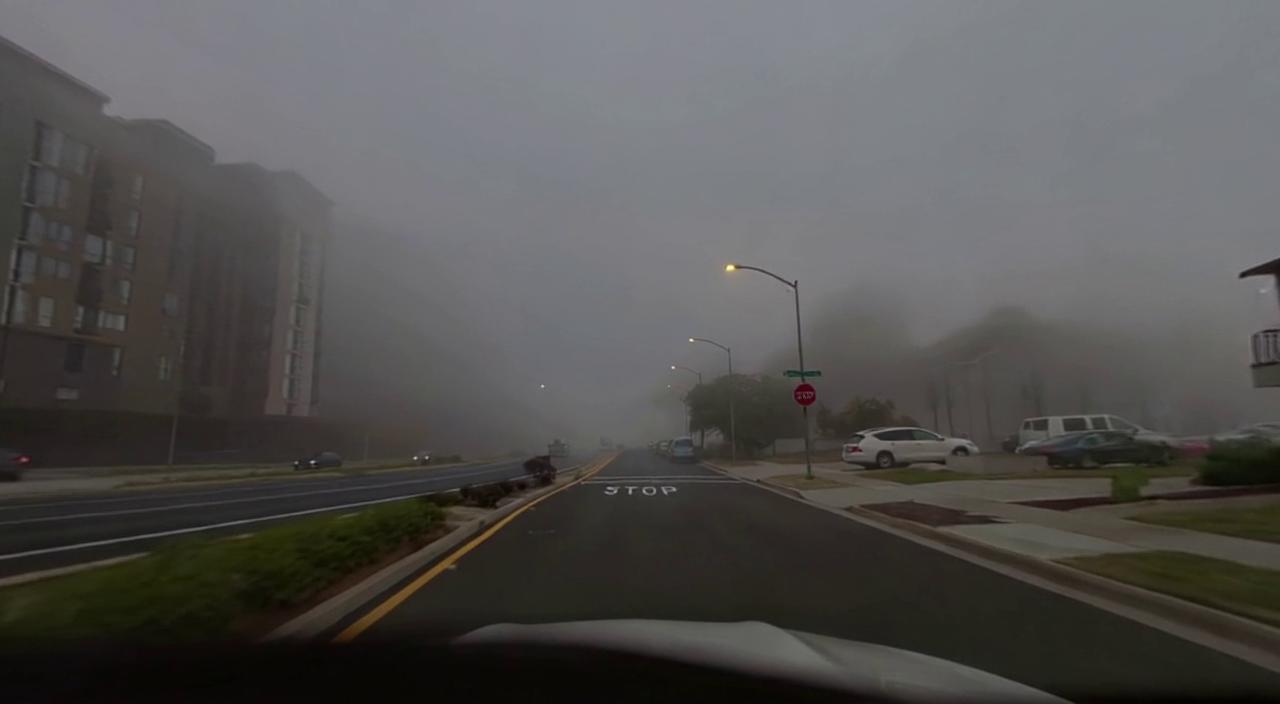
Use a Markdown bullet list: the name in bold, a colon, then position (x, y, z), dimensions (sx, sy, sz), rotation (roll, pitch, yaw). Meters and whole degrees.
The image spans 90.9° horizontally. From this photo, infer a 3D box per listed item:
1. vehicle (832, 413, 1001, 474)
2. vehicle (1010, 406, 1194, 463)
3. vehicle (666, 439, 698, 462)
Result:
- **vehicle**: position (9.581, 3.232, 22.219), dimensions (4.823, 1.667, 2.165), rotation (-4, -9, 0)
- **vehicle**: position (15.946, 2.882, 21.988), dimensions (4.730, 1.862, 1.987), rotation (0, -9, 1)
- **vehicle**: position (2.901, 6.884, 44.134), dimensions (1.990, 1.508, 4.123), rotation (0, -9, 1)
